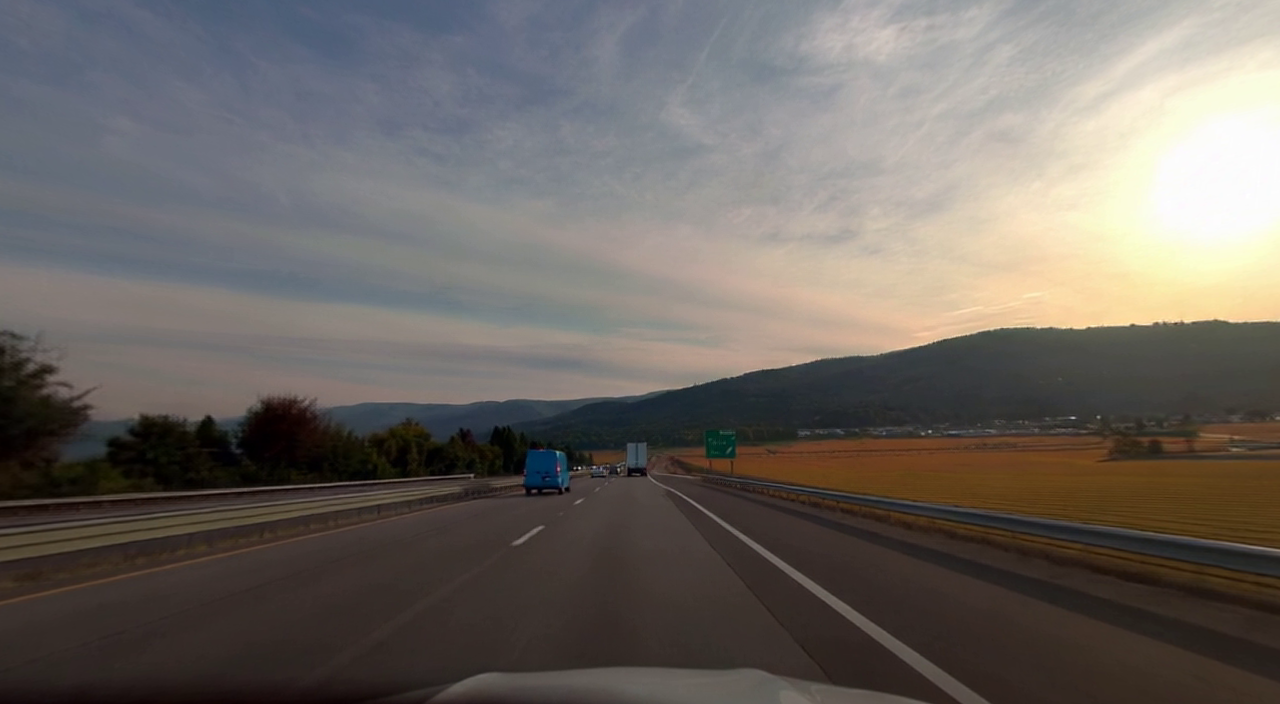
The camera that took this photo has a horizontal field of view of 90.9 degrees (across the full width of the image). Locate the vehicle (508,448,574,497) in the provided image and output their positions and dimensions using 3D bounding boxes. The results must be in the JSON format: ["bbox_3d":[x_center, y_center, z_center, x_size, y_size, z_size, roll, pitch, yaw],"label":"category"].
[{"bbox_3d":[-4.320,5.389,28.372,2.208,1.973,4.716,1,-10,0],"label":"vehicle"}]
